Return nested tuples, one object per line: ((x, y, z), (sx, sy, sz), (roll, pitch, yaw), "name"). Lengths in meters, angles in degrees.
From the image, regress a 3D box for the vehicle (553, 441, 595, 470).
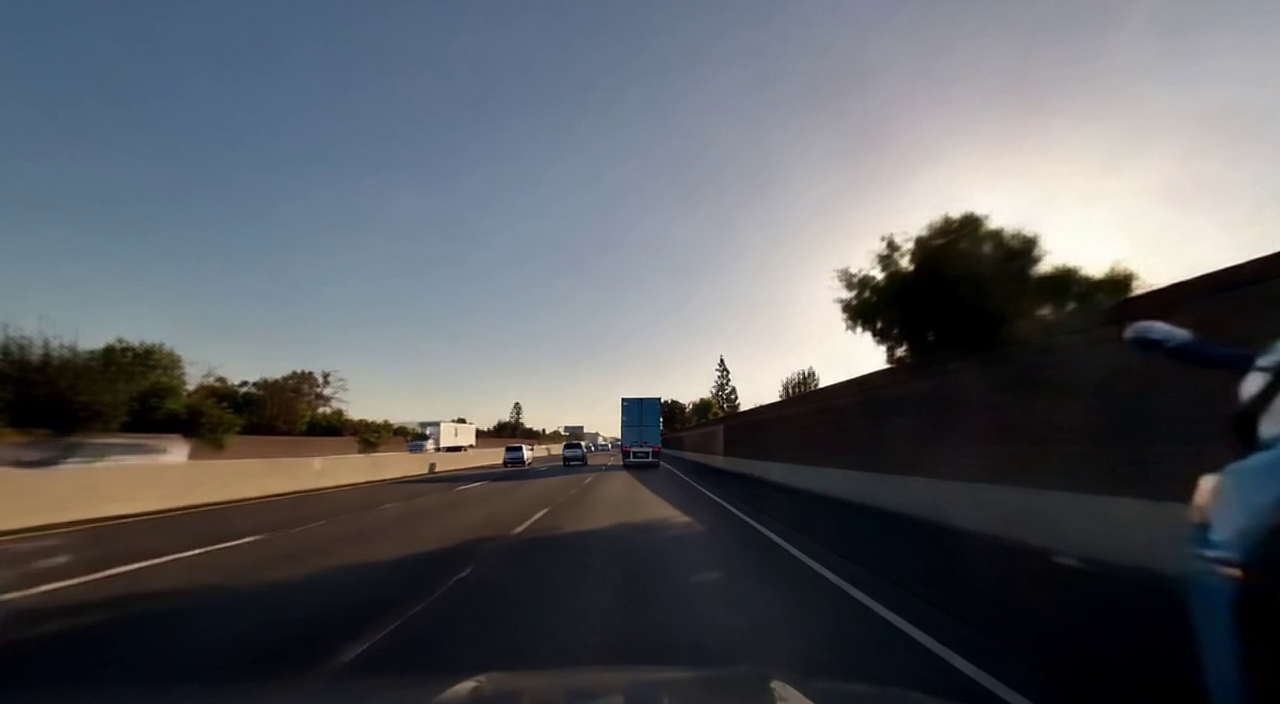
((-3.722, 5.932, 36.083), (2.006, 1.572, 4.082), (0, -9, 0), "vehicle")

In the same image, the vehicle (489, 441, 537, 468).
((-7.781, 6.347, 38.909), (1.968, 1.507, 4.673), (0, -9, 0), "vehicle")

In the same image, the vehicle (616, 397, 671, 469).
((0.168, 5.498, 41.387), (3.123, 4.094, 10.812), (0, -9, 0), "vehicle")
